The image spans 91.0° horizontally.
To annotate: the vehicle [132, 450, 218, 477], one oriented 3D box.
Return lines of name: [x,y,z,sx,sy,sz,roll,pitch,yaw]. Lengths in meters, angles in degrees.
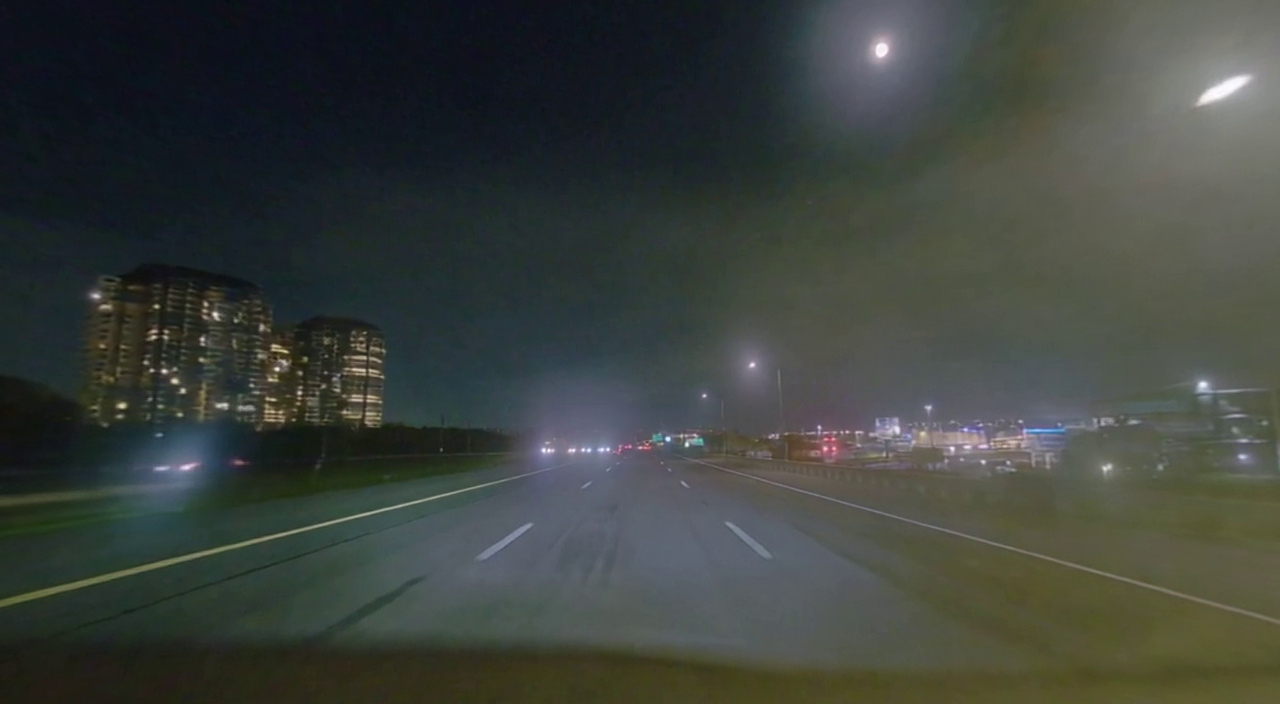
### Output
vehicle: [-28.797,6.897,39.161,1.859,1.499,4.471,0,-9,1]
